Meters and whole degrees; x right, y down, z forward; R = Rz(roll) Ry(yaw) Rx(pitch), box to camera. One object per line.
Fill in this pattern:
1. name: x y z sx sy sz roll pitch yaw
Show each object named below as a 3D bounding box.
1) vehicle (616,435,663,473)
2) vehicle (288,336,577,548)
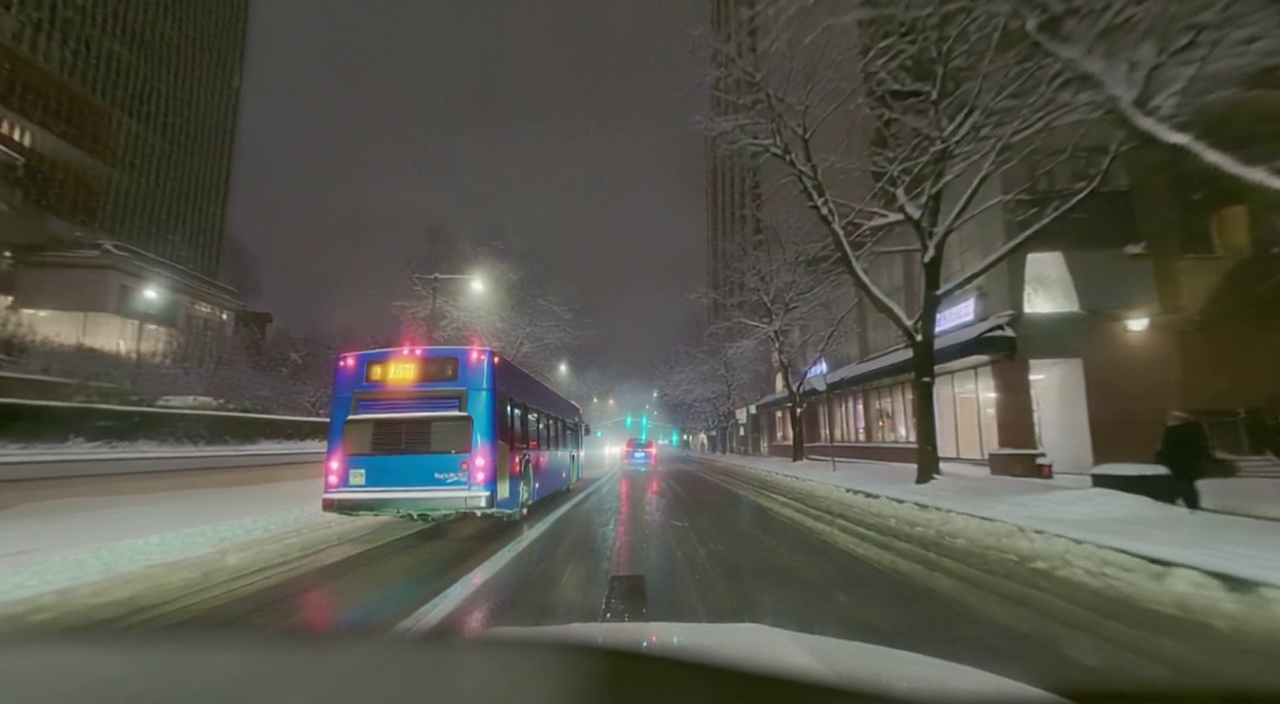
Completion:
1. vehicle: -0.016 4.960 30.756 2.120 1.727 3.917 0 -8 0
2. vehicle: -3.240 1.847 12.939 2.920 2.884 8.588 0 -8 1
